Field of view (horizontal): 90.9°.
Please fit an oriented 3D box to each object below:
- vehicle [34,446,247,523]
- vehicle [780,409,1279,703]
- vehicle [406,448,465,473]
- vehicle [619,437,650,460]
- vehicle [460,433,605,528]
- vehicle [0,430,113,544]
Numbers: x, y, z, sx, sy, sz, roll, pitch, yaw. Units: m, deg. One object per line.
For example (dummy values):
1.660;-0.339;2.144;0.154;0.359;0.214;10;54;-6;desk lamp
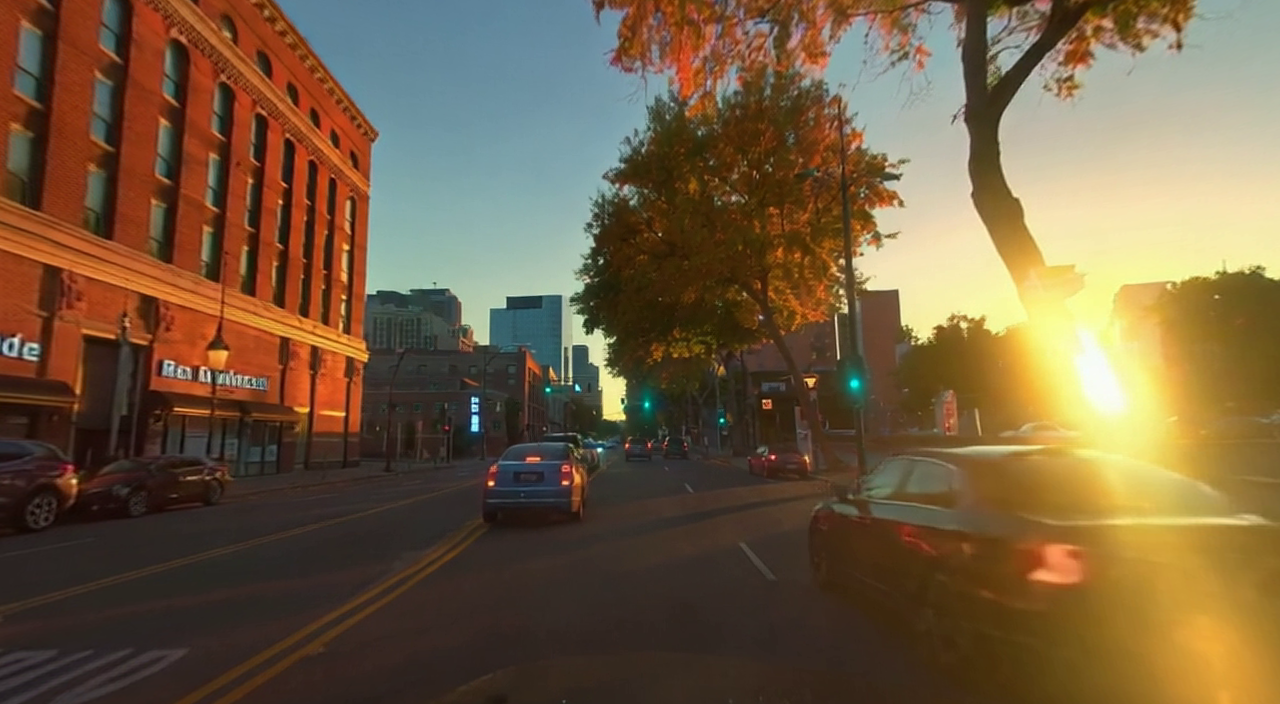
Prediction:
-12.823;3.373;16.685;2.000;1.708;4.494;0;-8;-1;vehicle
2.598;1.266;4.450;2.150;1.464;4.467;0;-8;-1;vehicle
-12.896;6.834;40.032;2.075;1.472;4.638;0;-8;1;vehicle
-0.406;6.812;44.357;2.102;1.521;4.078;0;-8;-1;vehicle
-1.915;2.304;11.961;2.169;1.427;4.531;1;-9;-7;vehicle
-12.755;2.335;10.702;2.384;2.044;6.030;0;-8;0;vehicle
